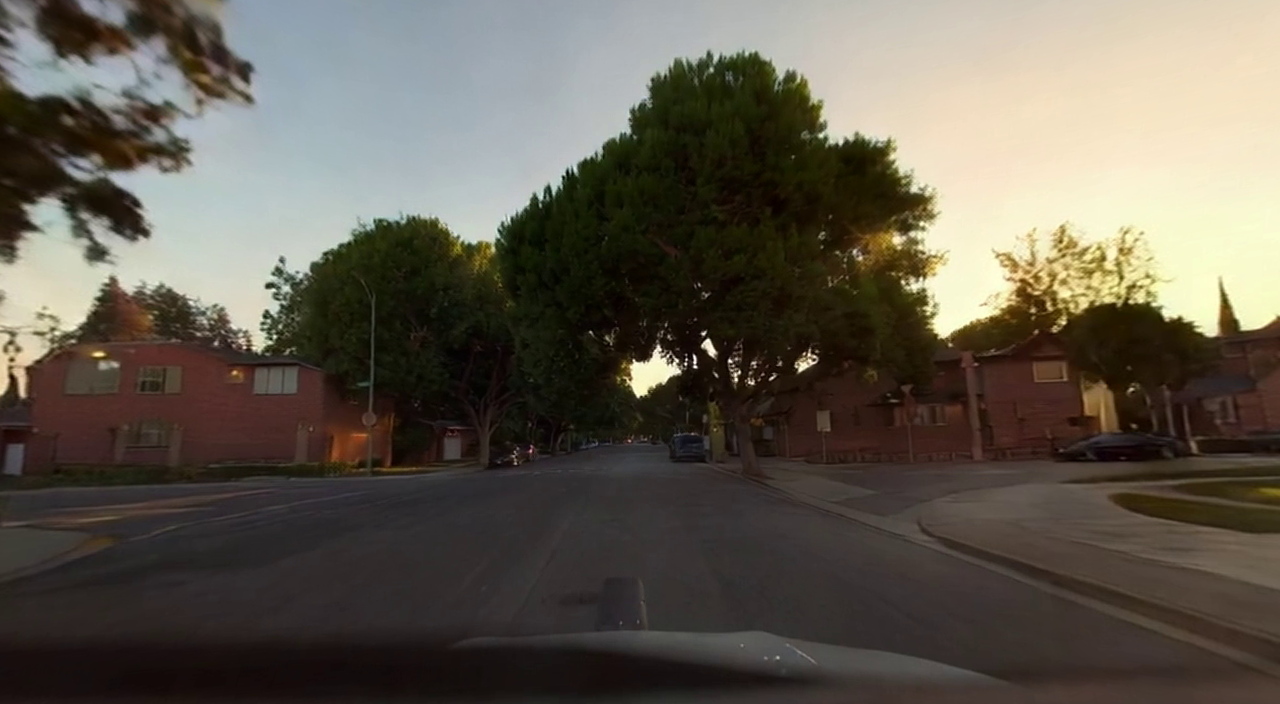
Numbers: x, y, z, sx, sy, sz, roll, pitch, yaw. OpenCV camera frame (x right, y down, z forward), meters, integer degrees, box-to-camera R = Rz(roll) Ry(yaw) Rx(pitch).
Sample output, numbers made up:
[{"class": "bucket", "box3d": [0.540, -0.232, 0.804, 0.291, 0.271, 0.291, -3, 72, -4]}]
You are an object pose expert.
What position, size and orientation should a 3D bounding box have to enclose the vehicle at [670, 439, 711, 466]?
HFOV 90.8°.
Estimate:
[{"class": "vehicle", "box3d": [2.919, 5.928, 37.335, 1.881, 1.487, 4.183, 0, -8, -3]}]
